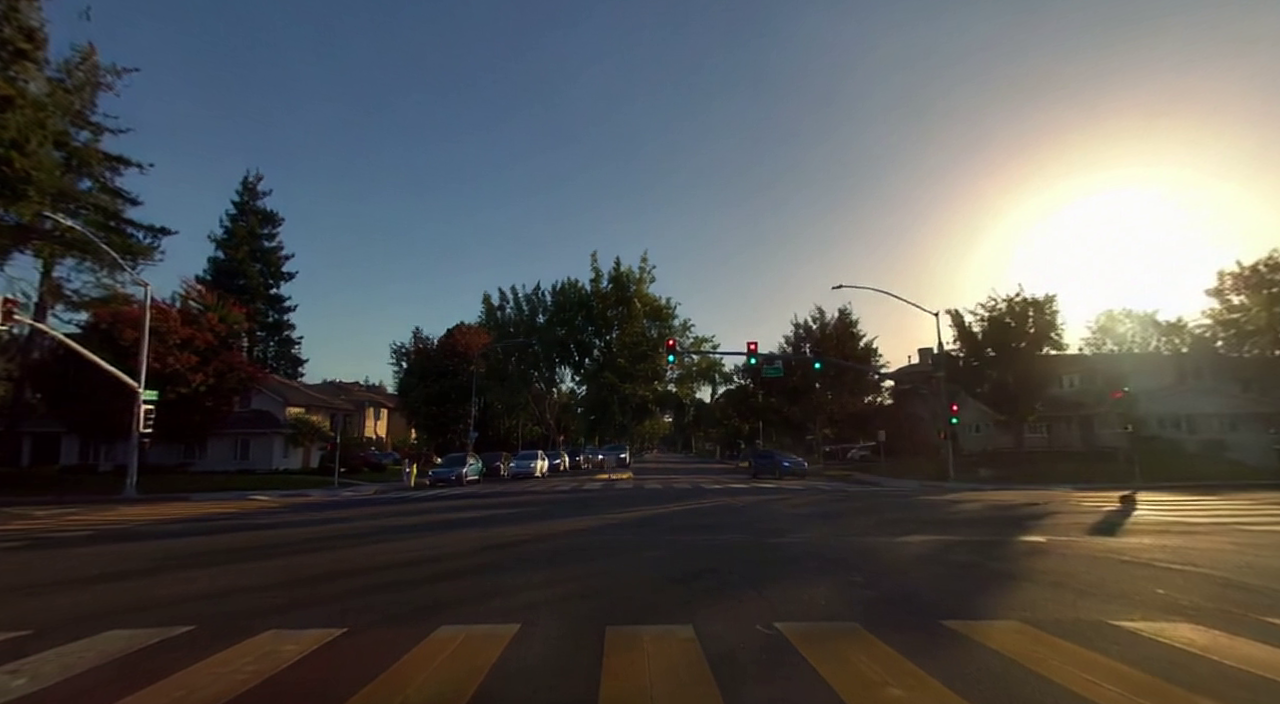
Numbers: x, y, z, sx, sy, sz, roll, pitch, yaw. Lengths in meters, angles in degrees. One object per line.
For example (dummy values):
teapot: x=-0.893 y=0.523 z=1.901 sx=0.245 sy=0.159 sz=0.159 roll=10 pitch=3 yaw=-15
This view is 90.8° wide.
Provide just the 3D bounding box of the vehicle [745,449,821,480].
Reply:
vehicle: x=7.399 y=5.731 z=32.492 sx=2.046 sy=1.491 sz=4.118 roll=-8 pitch=-12 yaw=41

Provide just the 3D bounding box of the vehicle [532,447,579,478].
vehicle: x=-4.861 y=6.427 z=37.103 sx=2.091 sy=1.707 sz=4.157 roll=0 pitch=-9 yaw=1

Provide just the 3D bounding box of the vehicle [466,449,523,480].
vehicle: x=-8.280 y=6.440 z=36.468 sx=2.028 sy=1.654 sz=5.027 roll=0 pitch=-9 yaw=1

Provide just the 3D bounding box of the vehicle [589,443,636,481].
vehicle: x=-1.509 y=5.924 z=34.424 sx=2.355 sy=1.868 sz=5.125 roll=0 pitch=-9 yaw=-2
